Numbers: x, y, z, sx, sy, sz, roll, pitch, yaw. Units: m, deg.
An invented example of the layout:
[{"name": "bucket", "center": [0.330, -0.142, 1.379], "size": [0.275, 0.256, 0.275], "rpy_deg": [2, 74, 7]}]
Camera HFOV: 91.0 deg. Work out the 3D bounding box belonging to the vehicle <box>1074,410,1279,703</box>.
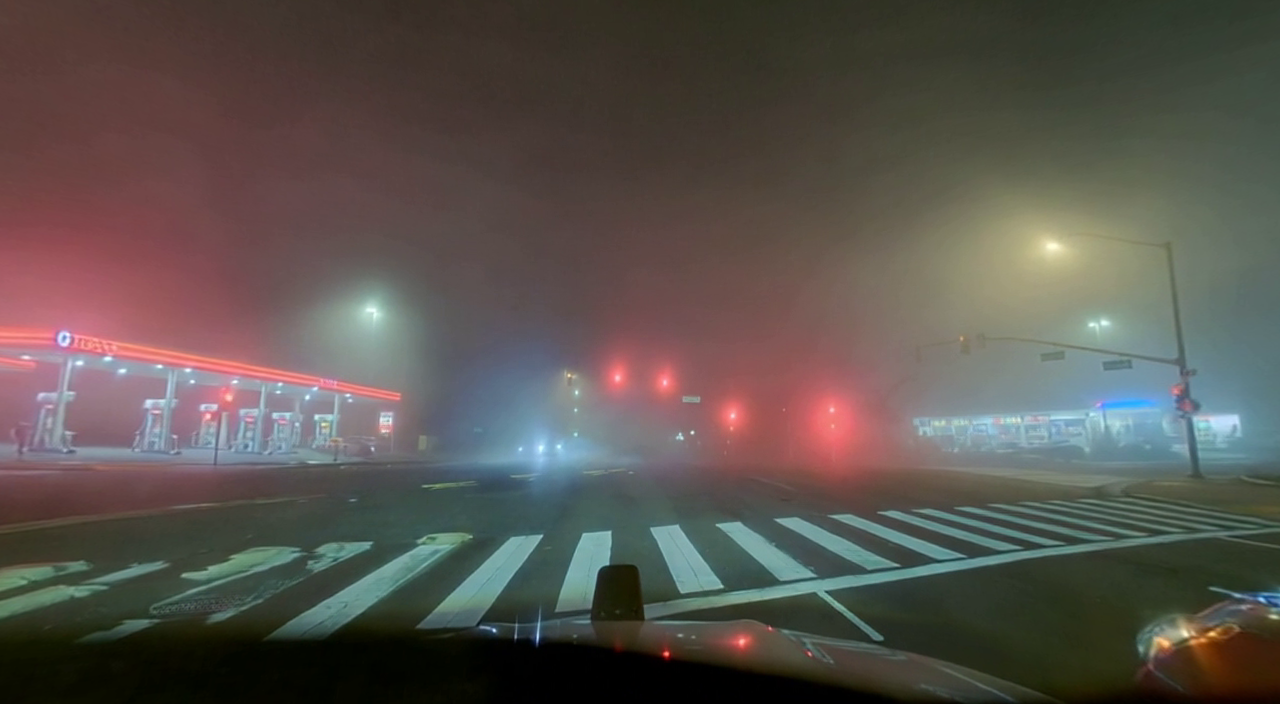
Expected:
[{"name": "vehicle", "center": [3.318, 0.749, 1.038], "size": [2.023, 1.437, 4.477], "rpy_deg": [0, -8, 0]}]
